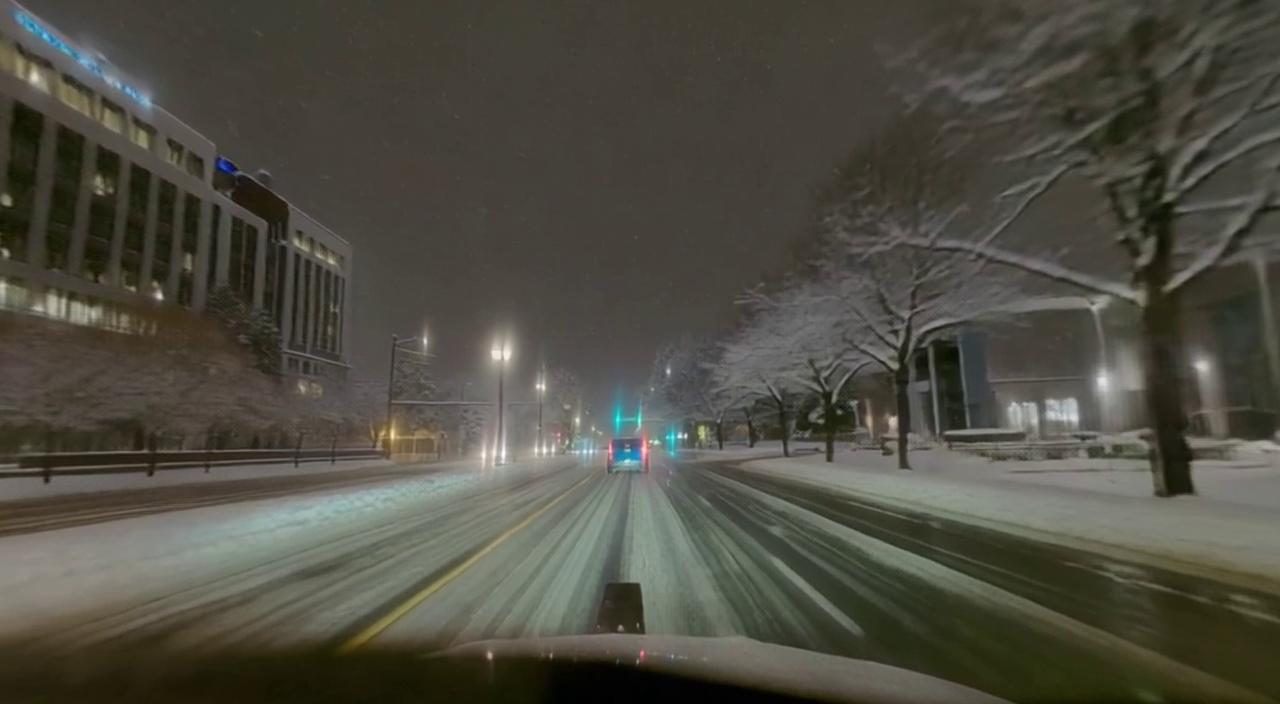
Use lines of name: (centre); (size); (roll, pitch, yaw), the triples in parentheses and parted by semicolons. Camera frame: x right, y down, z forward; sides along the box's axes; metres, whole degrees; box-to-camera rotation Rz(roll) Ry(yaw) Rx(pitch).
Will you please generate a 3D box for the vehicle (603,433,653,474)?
vehicle: (-0.557, 4.970, 31.215); (2.313, 1.860, 4.319); (0, -8, 0)
